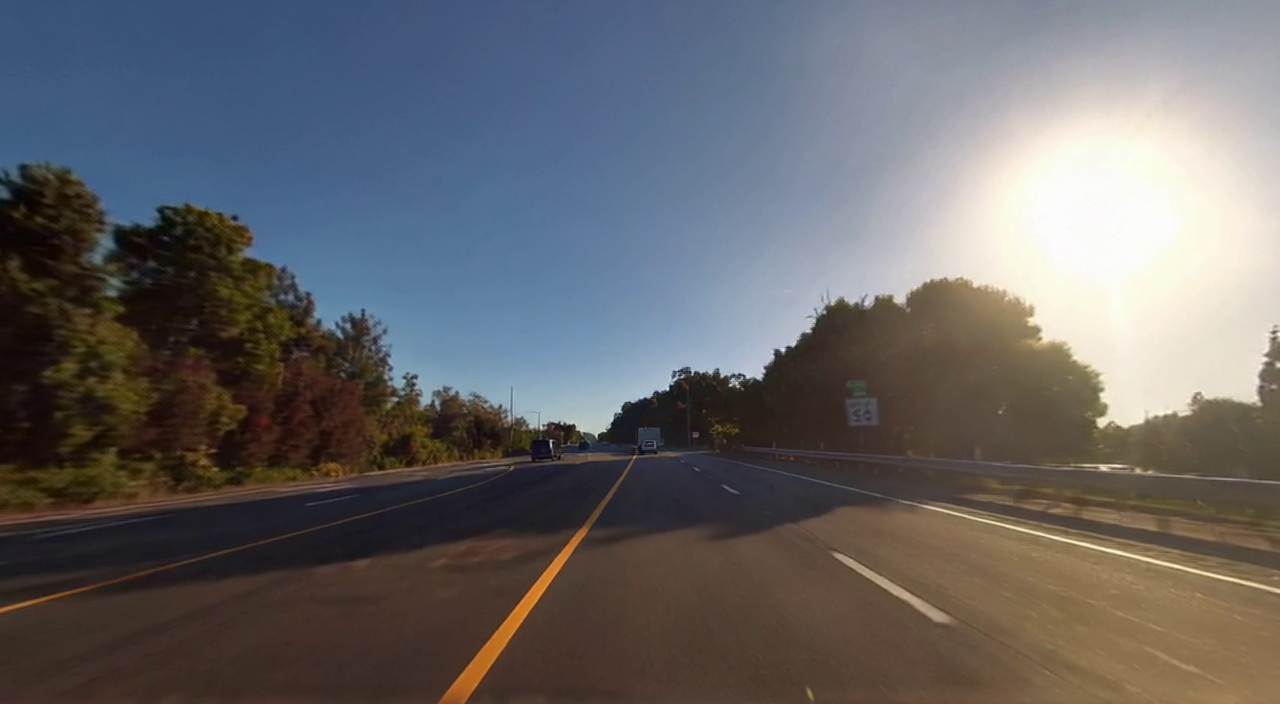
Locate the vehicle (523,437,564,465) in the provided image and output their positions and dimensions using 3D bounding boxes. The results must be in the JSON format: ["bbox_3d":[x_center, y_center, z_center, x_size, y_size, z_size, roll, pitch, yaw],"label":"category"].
[{"bbox_3d":[-6.861,7.040,45.039,2.068,1.897,4.372,0,-8,2],"label":"vehicle"}]

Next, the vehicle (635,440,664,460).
[{"bbox_3d":[0.704,7.378,47.490,2.061,1.469,3.782,0,-8,1],"label":"vehicle"}]
